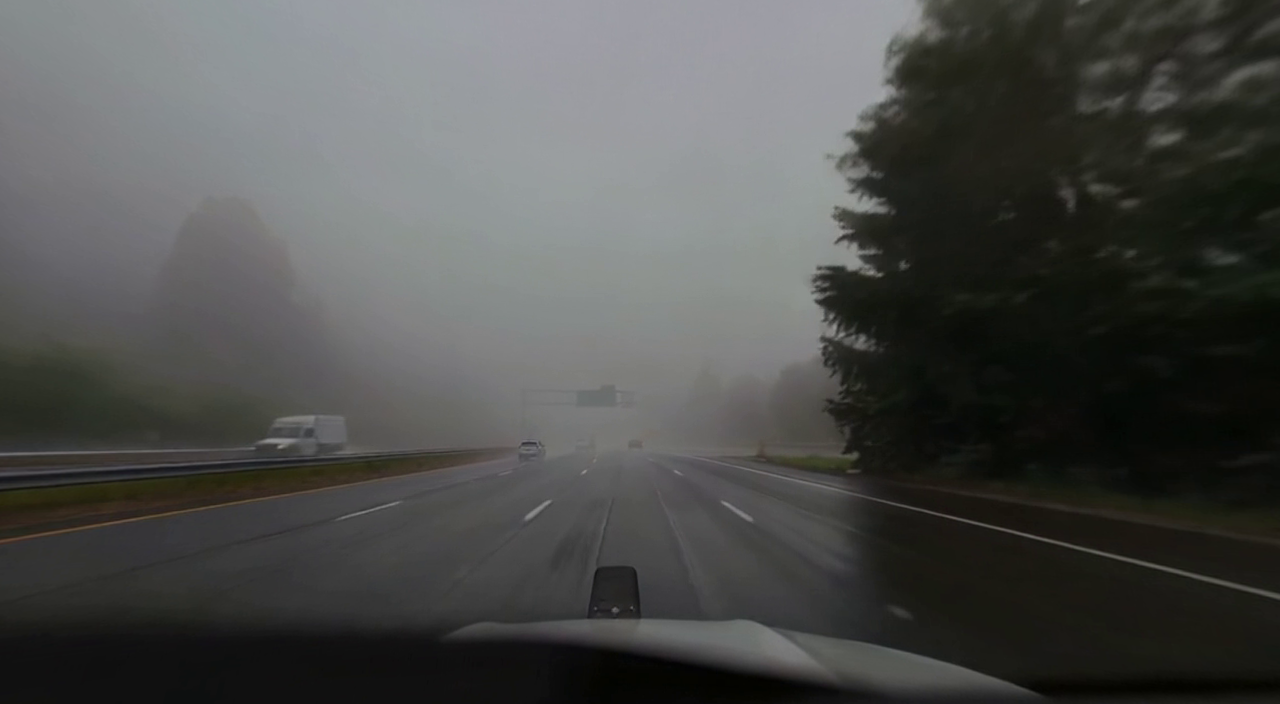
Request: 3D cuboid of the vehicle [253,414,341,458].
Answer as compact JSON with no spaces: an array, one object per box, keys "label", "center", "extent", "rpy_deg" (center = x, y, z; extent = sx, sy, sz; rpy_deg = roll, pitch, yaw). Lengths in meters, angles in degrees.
[{"label":"vehicle","center":[-25.111,6.257,46.594],"extent":[2.551,2.904,7.387],"rpy_deg":[0,-8,-2]}]
